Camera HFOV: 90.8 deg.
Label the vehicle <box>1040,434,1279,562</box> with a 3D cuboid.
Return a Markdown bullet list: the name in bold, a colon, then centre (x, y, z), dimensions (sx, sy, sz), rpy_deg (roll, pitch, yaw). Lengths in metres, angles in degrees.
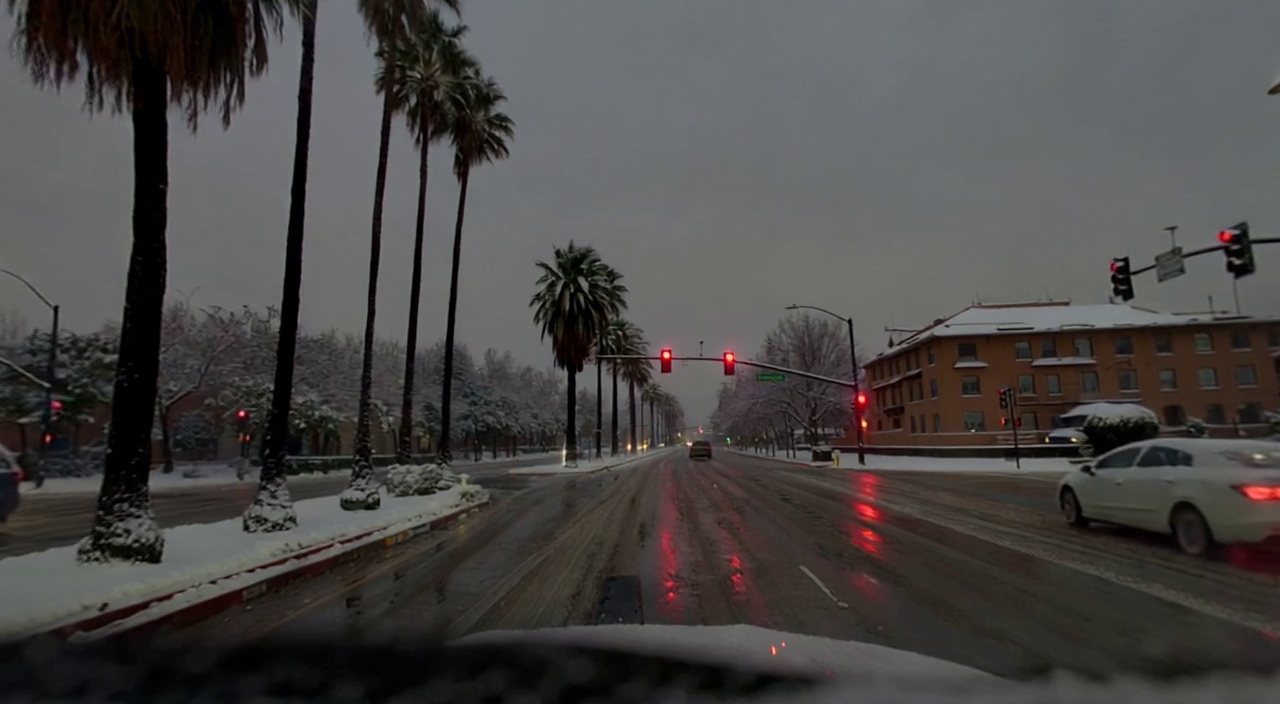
- **vehicle**: centre (8.365, 1.966, 9.075), dimensions (2.003, 1.475, 4.520), rpy_deg (1, -9, -5)

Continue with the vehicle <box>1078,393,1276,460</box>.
- **vehicle**: centre (32.627, 4.721, 39.336), dimensions (2.863, 3.609, 10.252), rpy_deg (0, -8, -3)
